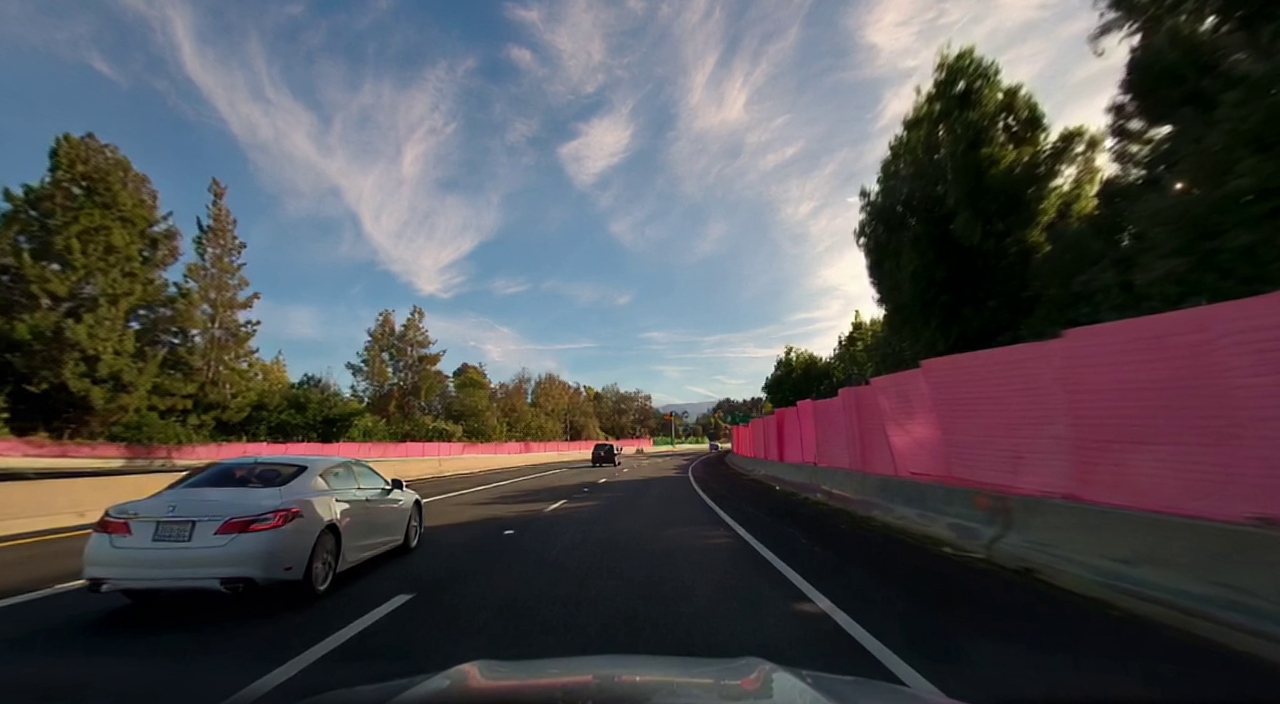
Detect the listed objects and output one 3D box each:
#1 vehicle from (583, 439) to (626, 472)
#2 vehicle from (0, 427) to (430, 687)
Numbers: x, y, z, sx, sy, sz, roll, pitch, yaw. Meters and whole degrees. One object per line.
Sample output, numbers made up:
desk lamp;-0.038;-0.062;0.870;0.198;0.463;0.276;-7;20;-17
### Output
vehicle;-1.923;5.773;35.338;1.833;1.697;3.984;-1;-9;5
vehicle;-3.532;1.458;5.682;1.746;1.405;4.339;0;-9;0
